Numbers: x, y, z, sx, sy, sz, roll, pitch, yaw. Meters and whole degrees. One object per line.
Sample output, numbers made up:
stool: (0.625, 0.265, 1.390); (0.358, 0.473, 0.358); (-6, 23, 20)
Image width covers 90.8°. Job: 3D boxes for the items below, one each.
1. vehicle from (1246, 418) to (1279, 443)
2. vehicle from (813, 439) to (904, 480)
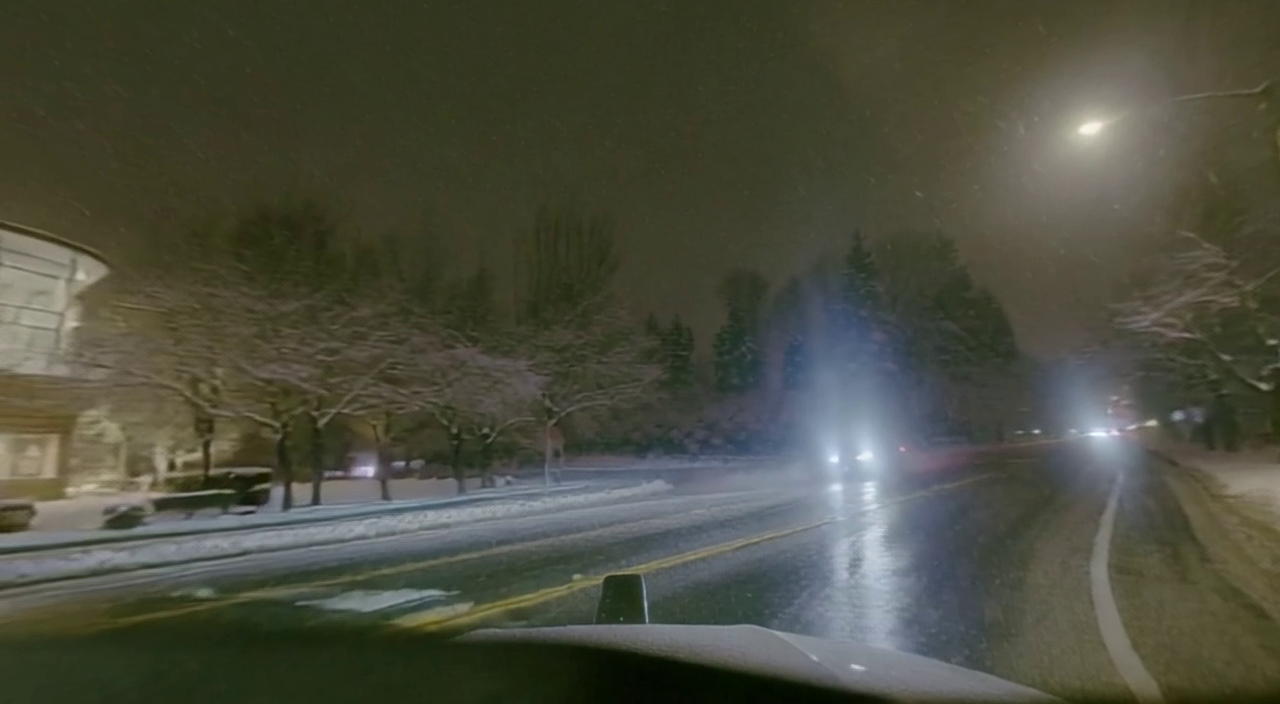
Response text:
vehicle: (46.362, 5.798, 46.534); (2.039, 1.707, 4.518); (-8, -11, 40)
vehicle: (8.744, 4.205, 25.083); (1.926, 1.465, 4.433); (-8, -11, 38)
